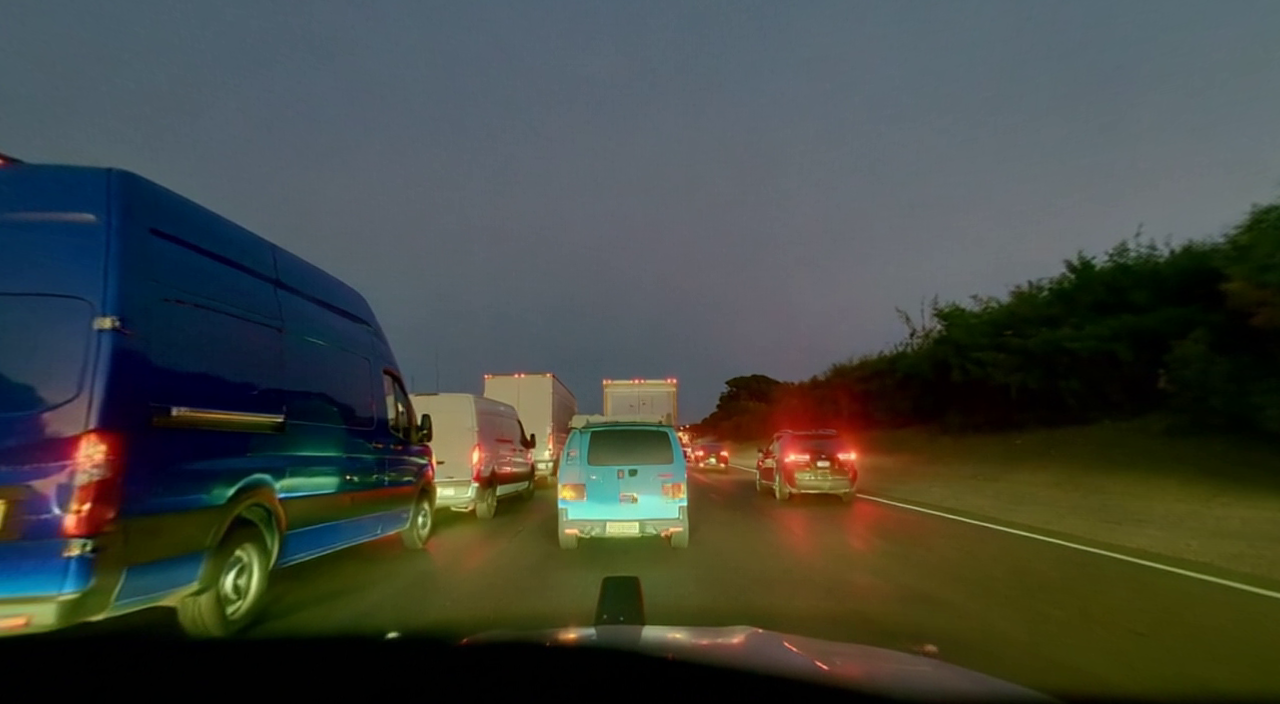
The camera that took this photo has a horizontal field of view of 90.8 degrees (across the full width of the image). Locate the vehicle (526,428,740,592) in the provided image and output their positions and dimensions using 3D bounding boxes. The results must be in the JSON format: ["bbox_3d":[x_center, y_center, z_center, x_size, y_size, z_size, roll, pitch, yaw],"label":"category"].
[{"bbox_3d":[-0.096,1.741,7.660,1.995,1.495,3.380,0,-9,-1],"label":"vehicle"}]

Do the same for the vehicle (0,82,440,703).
[{"bbox_3d":[-4.039,0.643,6.060,2.254,2.879,6.656,0,-9,-2],"label":"vehicle"}]
